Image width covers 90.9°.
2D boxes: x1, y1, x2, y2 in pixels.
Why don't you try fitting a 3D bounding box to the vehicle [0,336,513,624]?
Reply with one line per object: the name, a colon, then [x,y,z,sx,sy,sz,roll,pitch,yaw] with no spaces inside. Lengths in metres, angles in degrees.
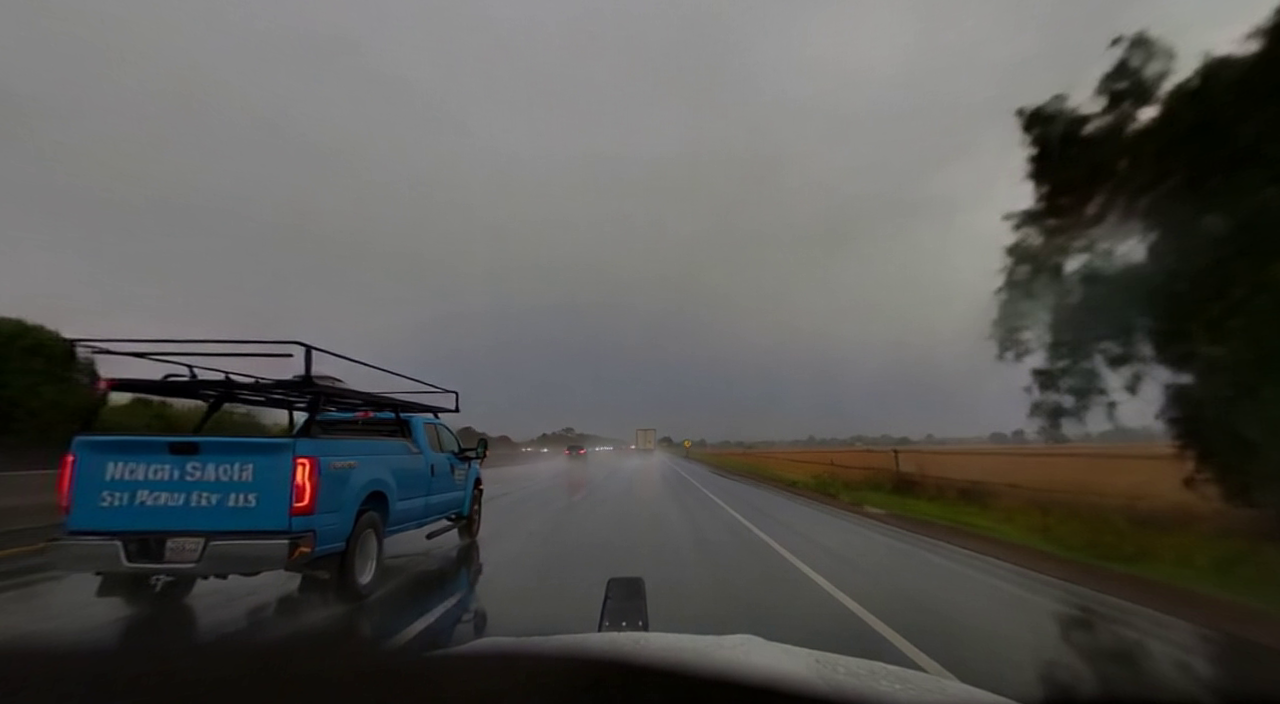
vehicle: [-3.859,1.517,8.551,2.791,2.330,6.725,0,-8,1]
